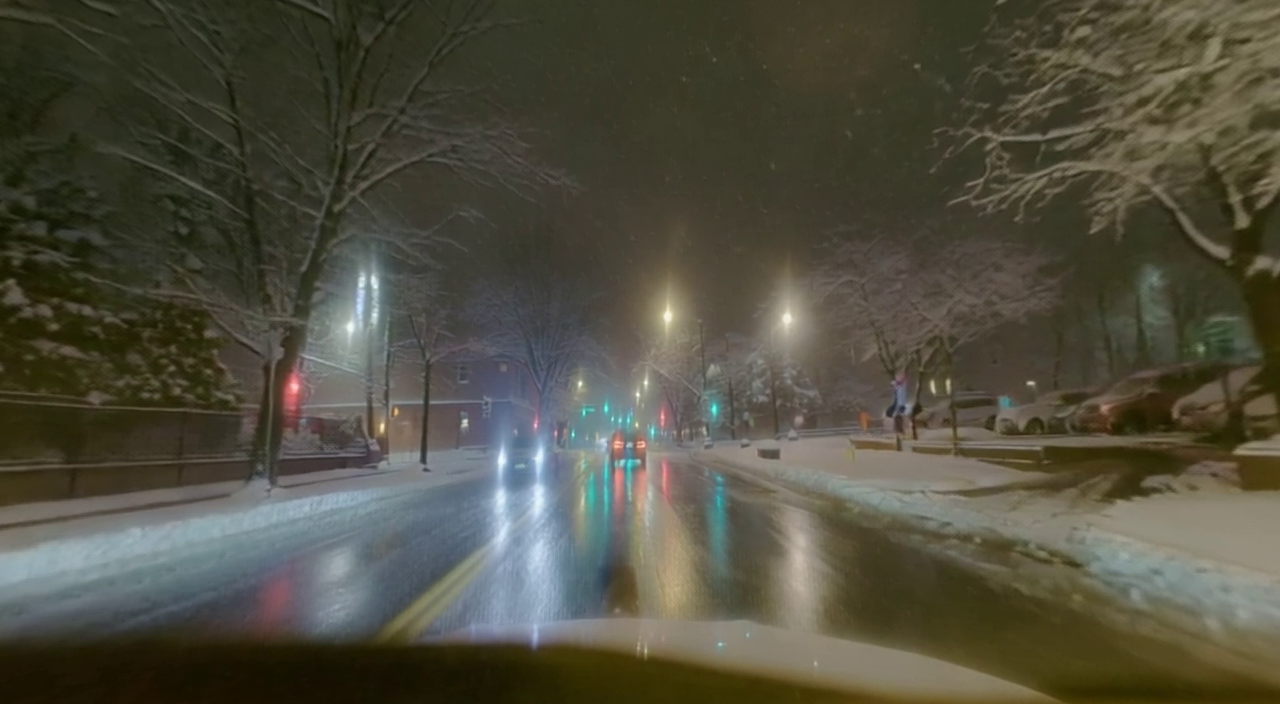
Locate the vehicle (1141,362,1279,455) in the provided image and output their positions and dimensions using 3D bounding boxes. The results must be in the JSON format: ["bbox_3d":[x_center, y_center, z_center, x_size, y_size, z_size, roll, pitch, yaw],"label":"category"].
[{"bbox_3d":[12.009,0.885,11.131,4.349,1.462,1.982,-5,-7,7],"label":"vehicle"}]

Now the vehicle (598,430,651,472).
[{"bbox_3d":[-0.636,4.288,27.500,2.142,1.686,3.816,-1,-8,0],"label":"vehicle"}]

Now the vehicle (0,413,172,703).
[{"bbox_3d":[-3.440,0.869,1.455,1.973,1.512,3.524,0,-8,0],"label":"vehicle"}]

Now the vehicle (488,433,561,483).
[{"bbox_3d":[-4.093,3.818,23.004,2.057,1.613,4.062,0,-8,-2],"label":"vehicle"}]
